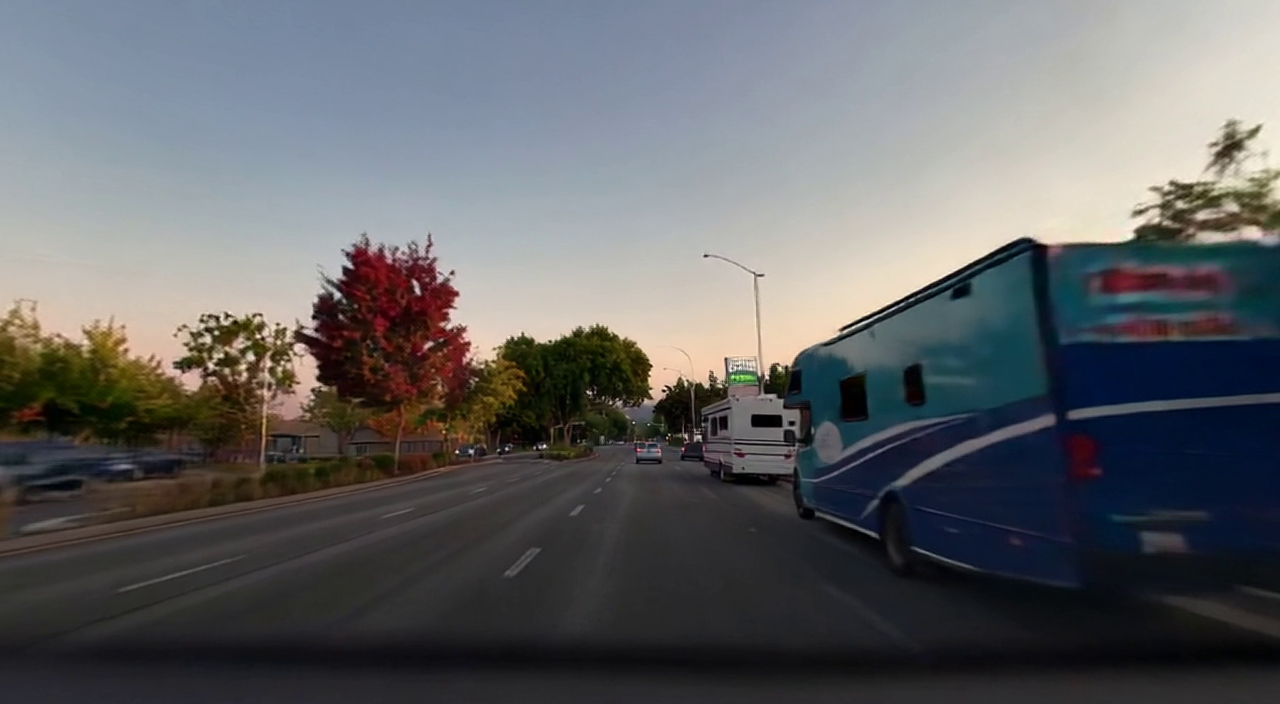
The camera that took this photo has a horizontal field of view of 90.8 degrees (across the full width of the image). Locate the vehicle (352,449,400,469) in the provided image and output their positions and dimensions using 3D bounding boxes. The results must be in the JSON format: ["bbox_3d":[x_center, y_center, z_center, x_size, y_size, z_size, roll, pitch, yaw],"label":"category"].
[{"bbox_3d":[-20.350,8.222,48.820,1.796,1.445,4.236,0,-9,1],"label":"vehicle"}]

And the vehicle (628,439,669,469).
[{"bbox_3d":[0.448,5.613,35.007,2.103,1.506,4.742,0,-9,0],"label":"vehicle"}]

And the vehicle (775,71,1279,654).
[{"bbox_3d":[4.112,0.566,8.377,2.896,3.921,8.415,0,-9,1],"label":"vehicle"}]

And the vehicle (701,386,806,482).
[{"bbox_3d":[4.283,3.451,25.784,2.924,3.250,7.780,-1,-9,1],"label":"vehicle"}]

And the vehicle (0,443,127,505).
[{"bbox_3d":[-17.484,3.393,17.901,2.067,1.578,4.457,0,-9,1],"label":"vehicle"}]
